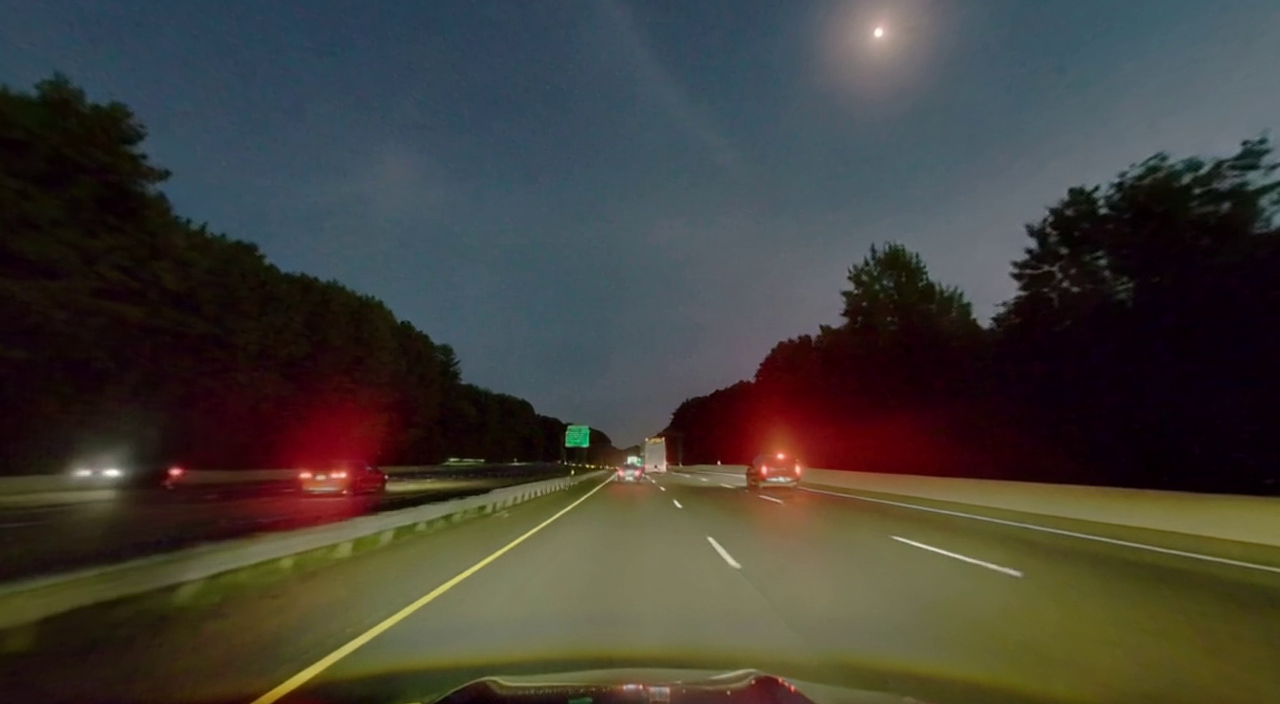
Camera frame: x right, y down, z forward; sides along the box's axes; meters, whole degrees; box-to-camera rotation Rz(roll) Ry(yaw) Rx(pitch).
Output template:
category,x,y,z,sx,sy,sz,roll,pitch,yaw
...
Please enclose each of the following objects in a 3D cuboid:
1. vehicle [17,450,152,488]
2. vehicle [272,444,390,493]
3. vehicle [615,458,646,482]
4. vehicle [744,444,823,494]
category,x,y,z,sx,sy,sz,roll,pitch,yaw
vehicle,-27.516,5.855,31.518,1.980,1.699,5.236,1,-10,-1
vehicle,-11.398,4.368,23.710,1.952,1.618,4.859,1,-10,0
vehicle,-0.700,8.004,42.821,1.987,1.467,3.903,1,-10,-2
vehicle,5.591,4.681,25.227,1.998,1.776,4.663,1,-10,-1
